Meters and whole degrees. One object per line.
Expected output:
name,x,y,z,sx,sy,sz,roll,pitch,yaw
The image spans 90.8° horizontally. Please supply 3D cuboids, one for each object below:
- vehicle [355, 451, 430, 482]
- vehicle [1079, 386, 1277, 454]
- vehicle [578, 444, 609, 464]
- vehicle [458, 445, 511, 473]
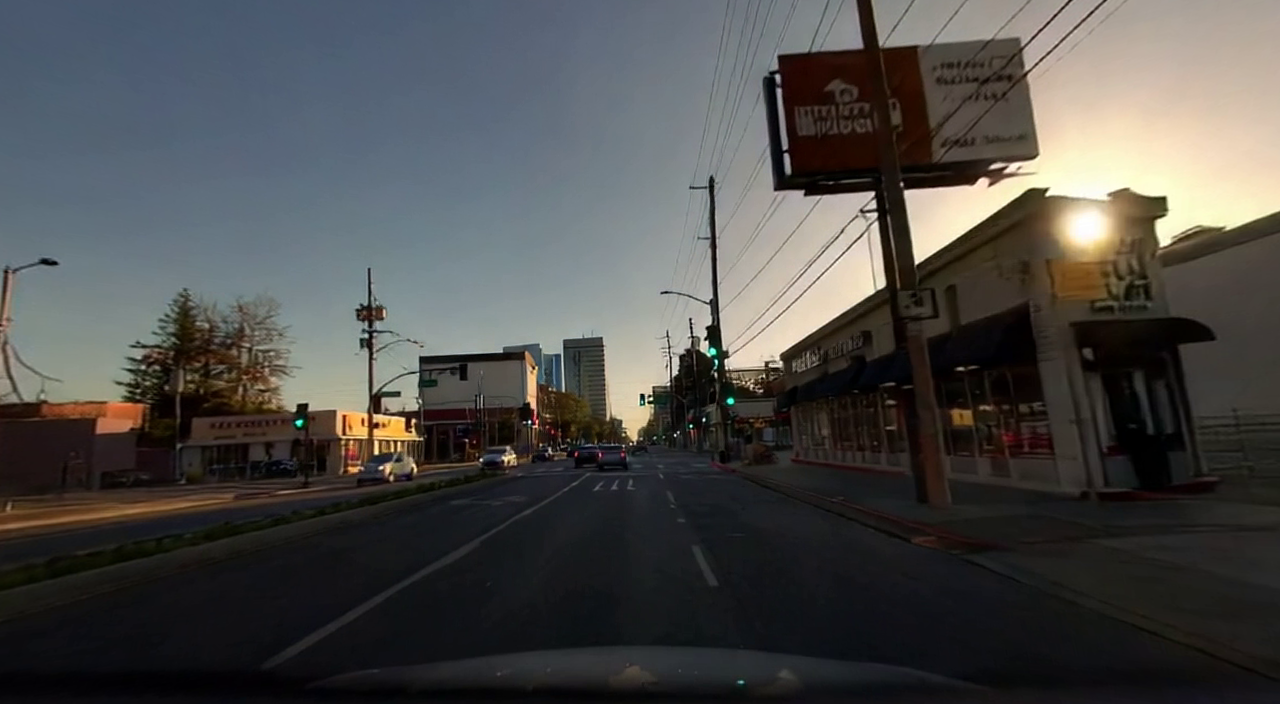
vehicle,-12.820,5.937,33.105,1.949,1.481,4.746,0,-9,1
vehicle,15.145,2.067,18.264,1.958,1.677,4.860,-1,-9,8
vehicle,-3.539,7.804,48.449,1.962,1.420,4.021,0,-9,1
vehicle,-9.483,6.551,38.817,2.010,1.615,4.536,0,-9,1
